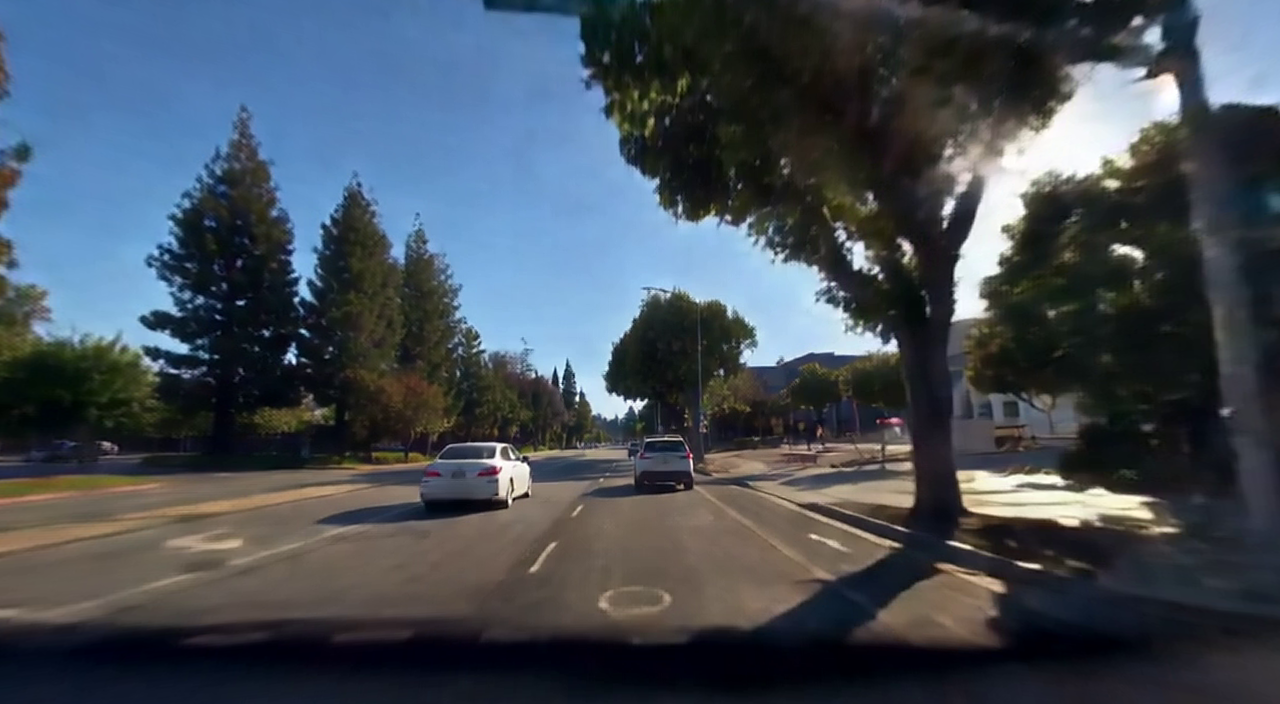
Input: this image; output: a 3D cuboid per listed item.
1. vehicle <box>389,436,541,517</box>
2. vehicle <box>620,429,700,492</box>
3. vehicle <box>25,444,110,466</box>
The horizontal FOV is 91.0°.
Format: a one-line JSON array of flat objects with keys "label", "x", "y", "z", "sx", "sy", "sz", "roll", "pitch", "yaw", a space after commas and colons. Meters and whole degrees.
[{"label": "vehicle", "x": -3.466, "y": 2.533, "z": 13.393, "sx": 2.036, "sy": 1.447, "sz": 4.044, "roll": 0, "pitch": -8, "yaw": 0}, {"label": "vehicle", "x": 0.497, "y": 3.455, "z": 20.475, "sx": 2.215, "sy": 1.799, "sz": 4.426, "roll": 0, "pitch": -8, "yaw": -3}, {"label": "vehicle", "x": -40.704, "y": 7.328, "z": 44.917, "sx": 1.856, "sy": 1.459, "sz": 4.521, "roll": 0, "pitch": -8, "yaw": -1}]
